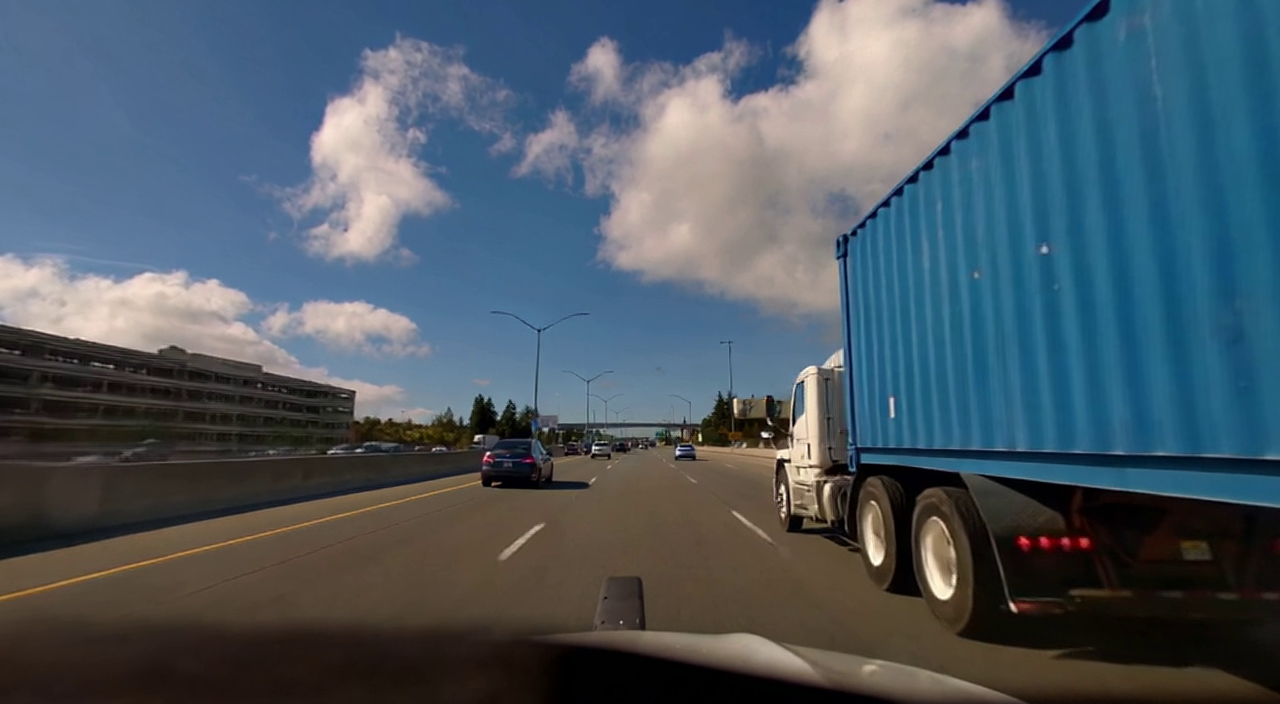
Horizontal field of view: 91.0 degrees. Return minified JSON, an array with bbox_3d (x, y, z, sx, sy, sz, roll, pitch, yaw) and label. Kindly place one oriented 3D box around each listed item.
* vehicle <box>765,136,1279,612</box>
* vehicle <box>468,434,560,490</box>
[{"bbox_3d":[3.790,0.551,8.167,3.089,3.779,6.420,0,-9,1],"label":"vehicle"},{"bbox_3d":[-3.730,3.338,19.419,1.954,1.528,4.010,1,-9,0],"label":"vehicle"}]
